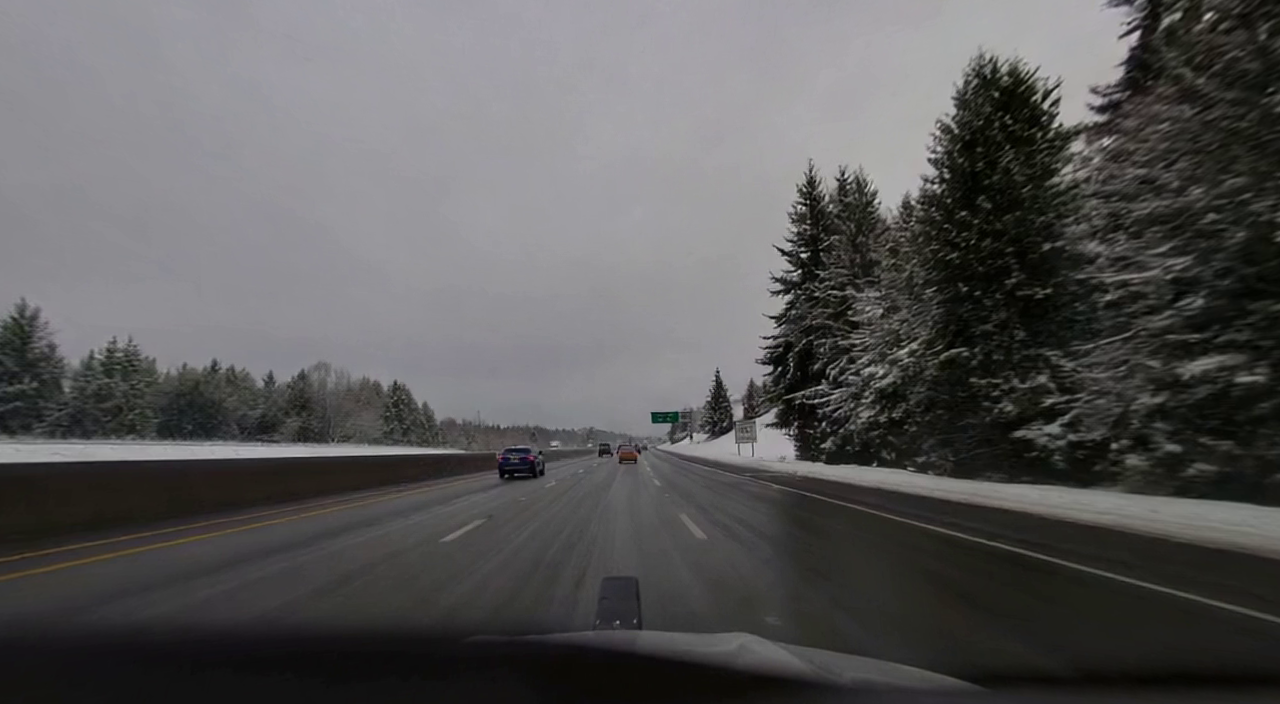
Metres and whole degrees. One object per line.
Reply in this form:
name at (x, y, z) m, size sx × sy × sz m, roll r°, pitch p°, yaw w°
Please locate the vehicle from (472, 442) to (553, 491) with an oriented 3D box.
vehicle at (-4.477, 4.090, 22.826) m, size 2.028 × 1.563 × 4.734 m, roll 0°, pitch -9°, yaw -1°
